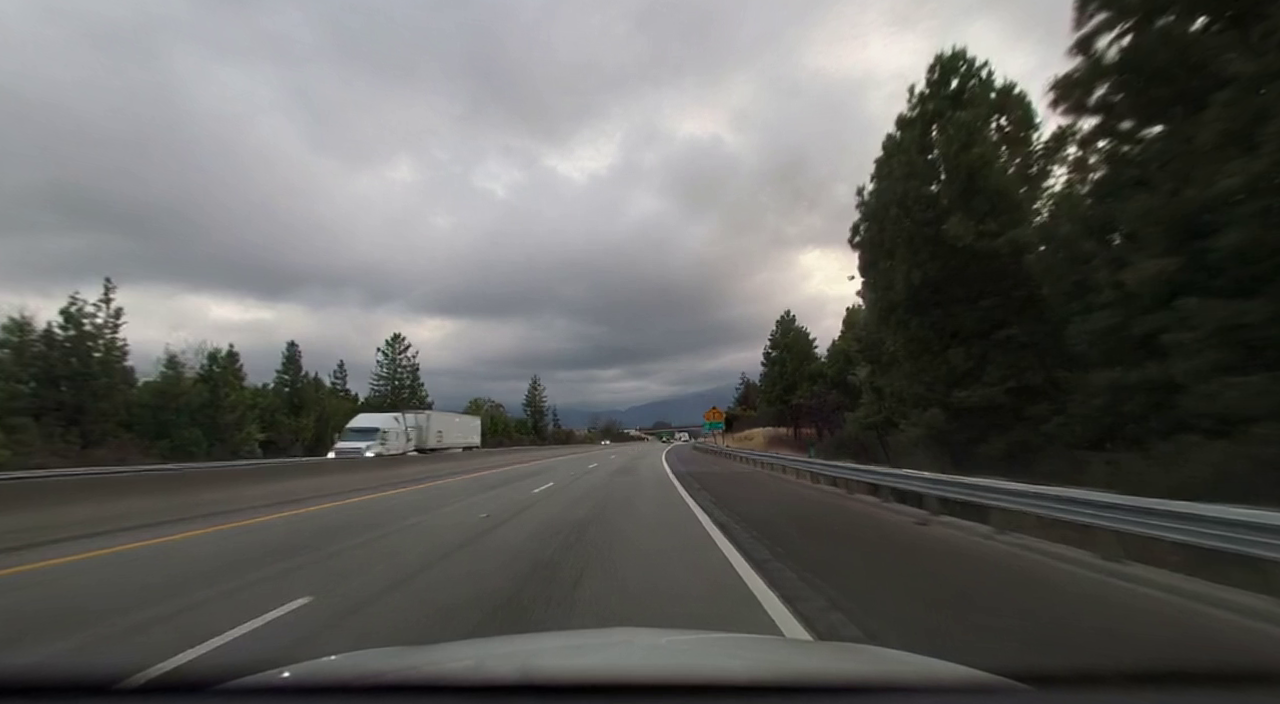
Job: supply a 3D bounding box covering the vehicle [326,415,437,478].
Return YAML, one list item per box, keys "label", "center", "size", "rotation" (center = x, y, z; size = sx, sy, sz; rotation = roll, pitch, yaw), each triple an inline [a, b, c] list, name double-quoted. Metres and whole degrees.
- label: "vehicle"
  center: [-13.002, 4.814, 32.344]
  size: [2.658, 2.881, 6.434]
  rotation: [-1, -8, 3]
